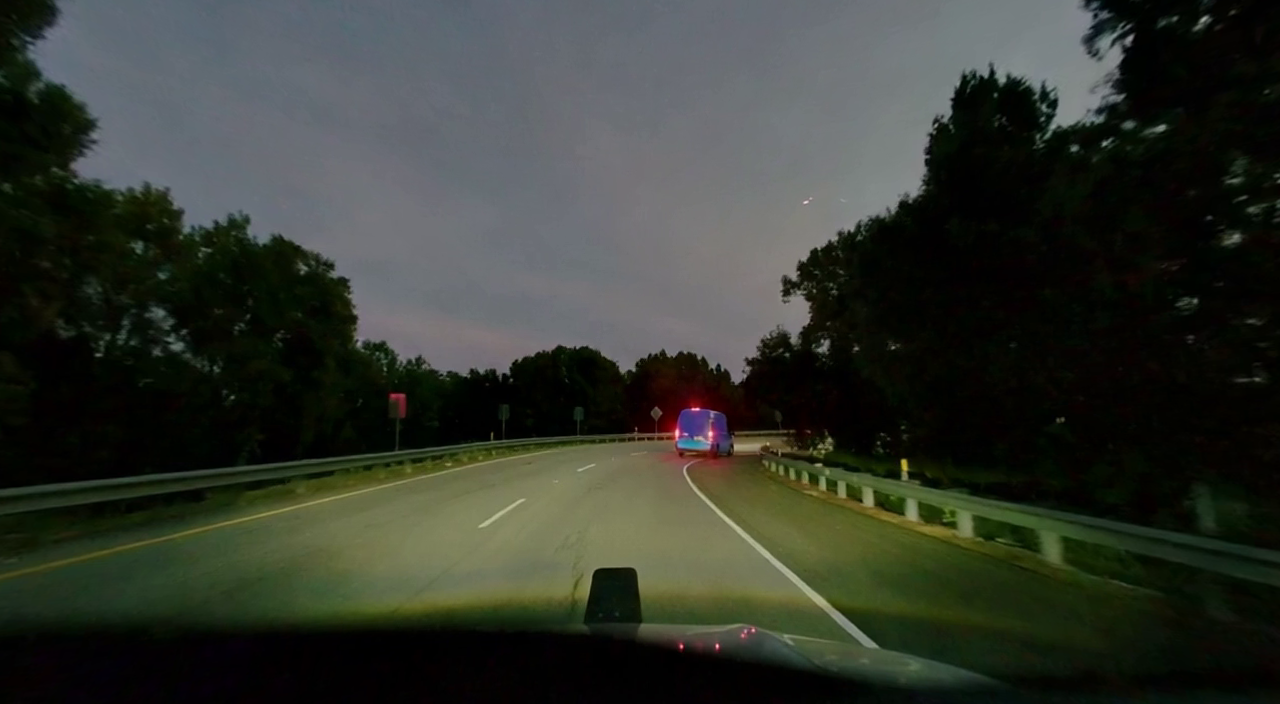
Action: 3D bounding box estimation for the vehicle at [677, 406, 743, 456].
[{"bbox_3d":[4.082,4.501,35.882,2.352,2.577,5.330,-3,-8,22],"label":"vehicle"}]
